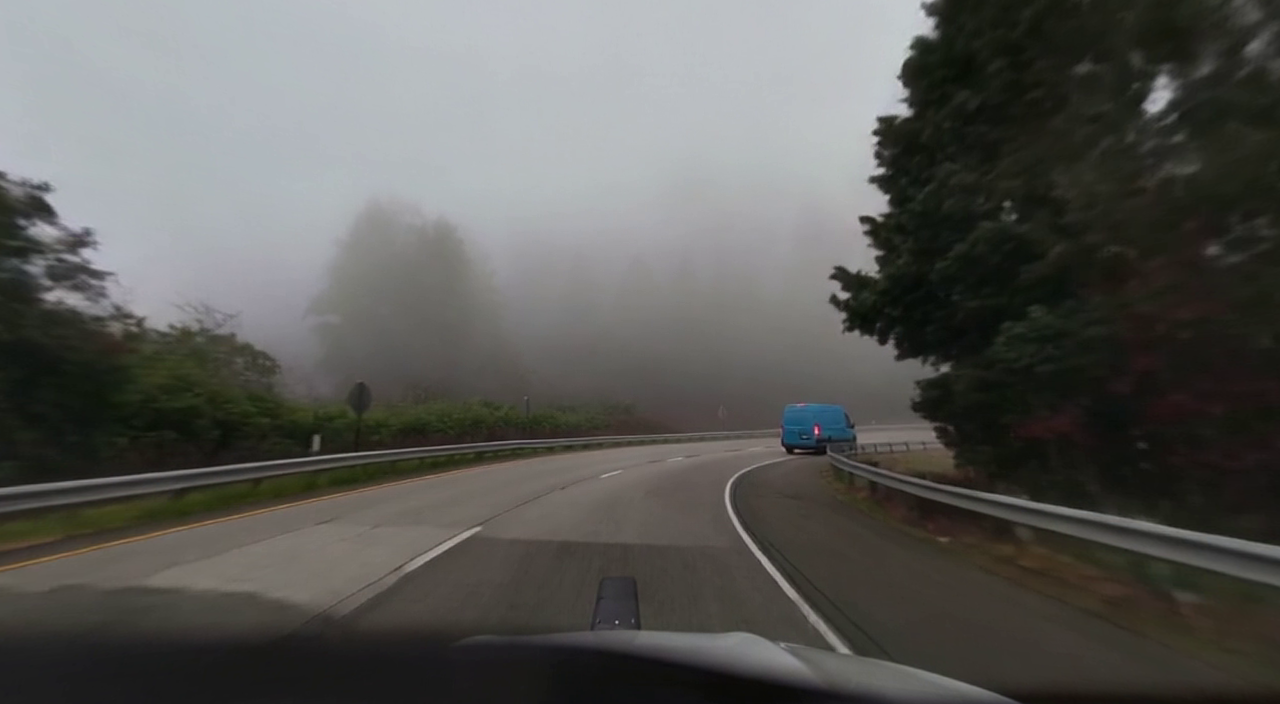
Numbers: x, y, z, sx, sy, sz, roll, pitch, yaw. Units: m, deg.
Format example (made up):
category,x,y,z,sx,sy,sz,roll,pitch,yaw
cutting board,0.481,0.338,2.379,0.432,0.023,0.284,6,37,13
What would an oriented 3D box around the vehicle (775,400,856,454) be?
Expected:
category,x,y,z,sx,sy,sz,roll,pitch,yaw
vehicle,9.374,3.991,33.353,2.352,2.577,5.330,-5,-9,35
